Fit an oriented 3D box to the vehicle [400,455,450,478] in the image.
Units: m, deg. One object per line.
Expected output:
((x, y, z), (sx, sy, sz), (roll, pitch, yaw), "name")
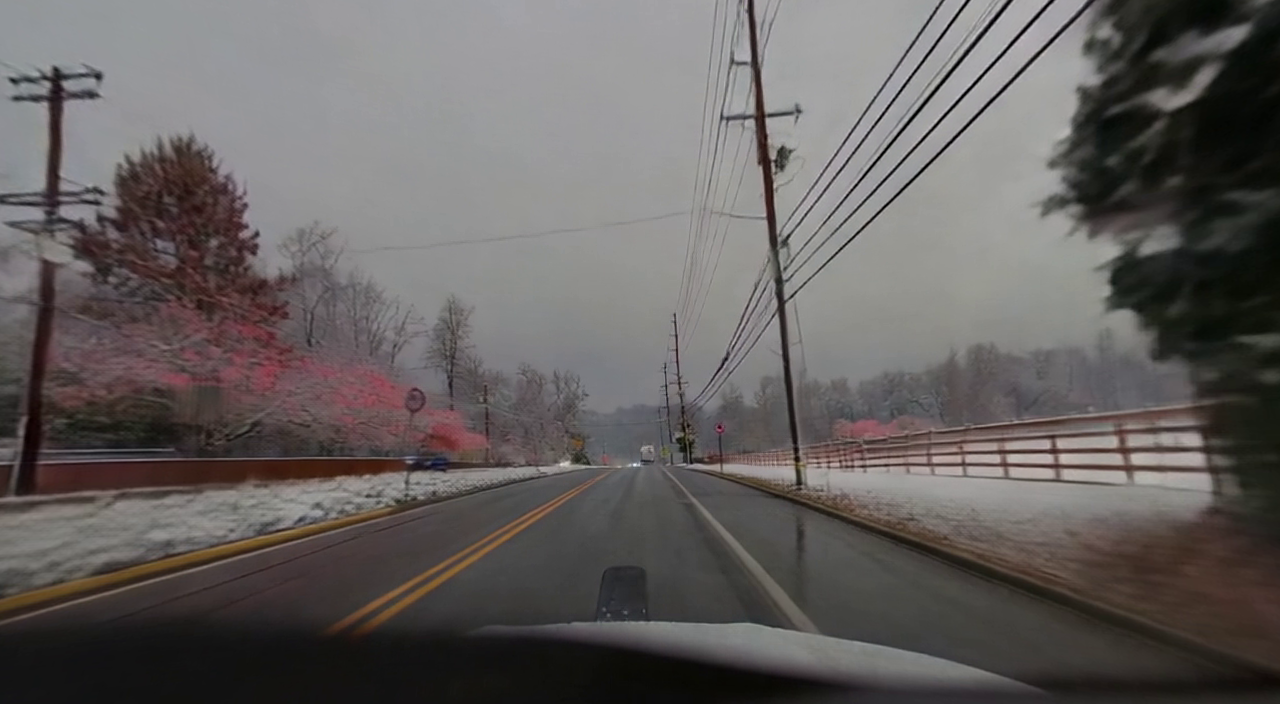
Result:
((-14.968, 7.999, 44.181), (1.839, 1.447, 4.585), (-1, -8, 1), "vehicle")
